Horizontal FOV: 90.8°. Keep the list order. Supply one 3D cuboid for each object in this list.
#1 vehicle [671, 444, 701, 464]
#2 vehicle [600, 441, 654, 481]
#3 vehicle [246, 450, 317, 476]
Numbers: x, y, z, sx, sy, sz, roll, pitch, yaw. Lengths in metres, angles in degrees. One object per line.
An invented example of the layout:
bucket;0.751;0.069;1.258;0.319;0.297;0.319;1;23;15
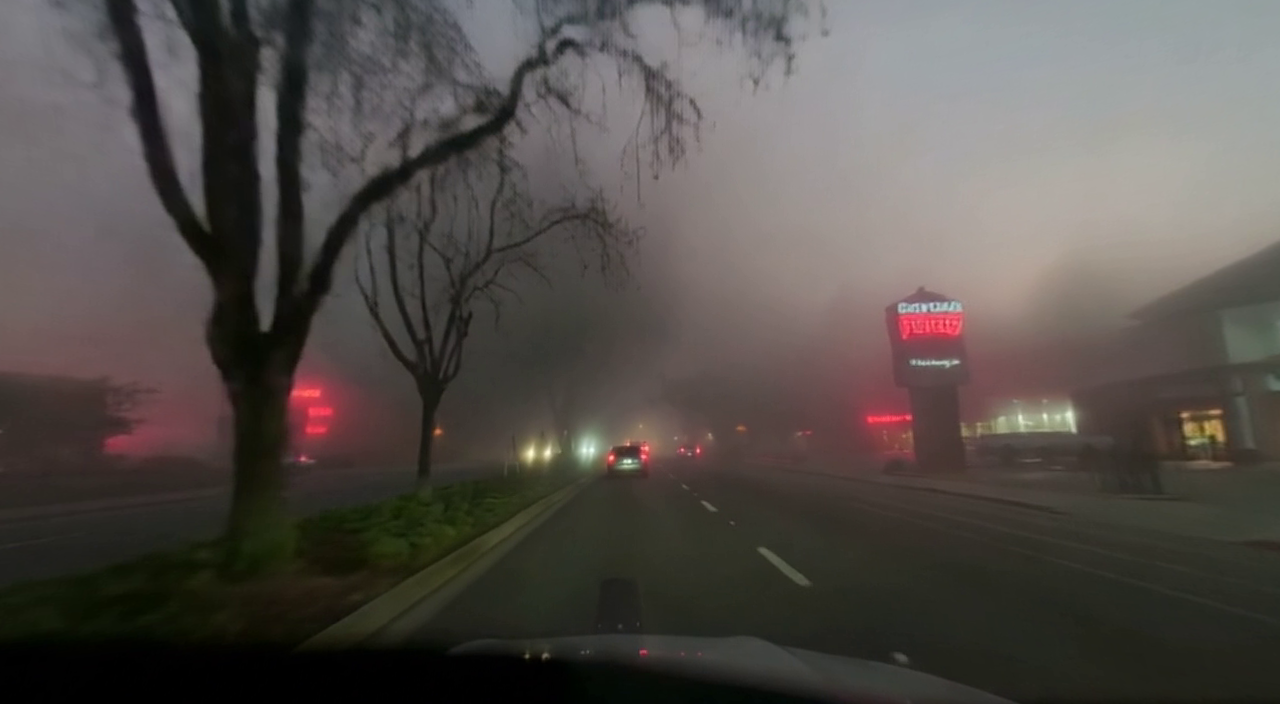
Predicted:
vehicle;3.566;7.993;49.684;1.910;1.474;4.003;0;-9;-1
vehicle;-0.497;4.379;25.592;2.006;1.487;3.535;0;-9;0
vehicle;-23.503;7.276;41.500;3.650;1.487;1.757;-1;-8;-1
